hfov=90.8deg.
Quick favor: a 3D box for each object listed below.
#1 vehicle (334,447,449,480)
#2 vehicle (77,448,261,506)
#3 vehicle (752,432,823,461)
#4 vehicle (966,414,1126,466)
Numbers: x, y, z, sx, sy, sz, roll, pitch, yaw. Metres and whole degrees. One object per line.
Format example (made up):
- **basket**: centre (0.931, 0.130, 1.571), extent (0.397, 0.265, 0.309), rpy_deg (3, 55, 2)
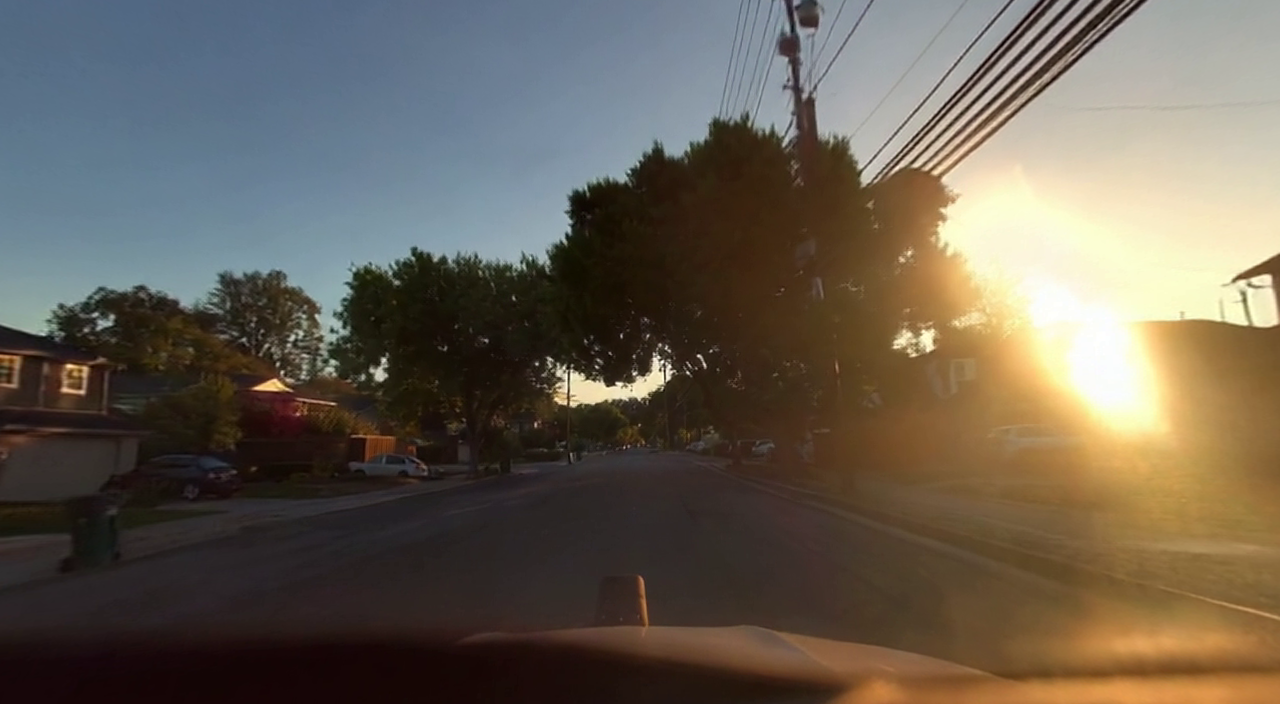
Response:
- **vehicle**: centre (-12.478, 5.612, 31.889), extent (4.893, 1.567, 2.105), rpy_deg (-1, -8, 6)
- **vehicle**: centre (-14.950, 3.960, 20.559), extent (1.978, 1.586, 5.192), rpy_deg (0, -8, 0)
- **vehicle**: centre (10.666, 6.884, 46.007), extent (4.686, 1.786, 2.019), rpy_deg (-4, -8, 6)
- **vehicle**: centre (14.797, 3.254, 23.276), extent (4.373, 1.759, 2.093), rpy_deg (0, -9, 4)
